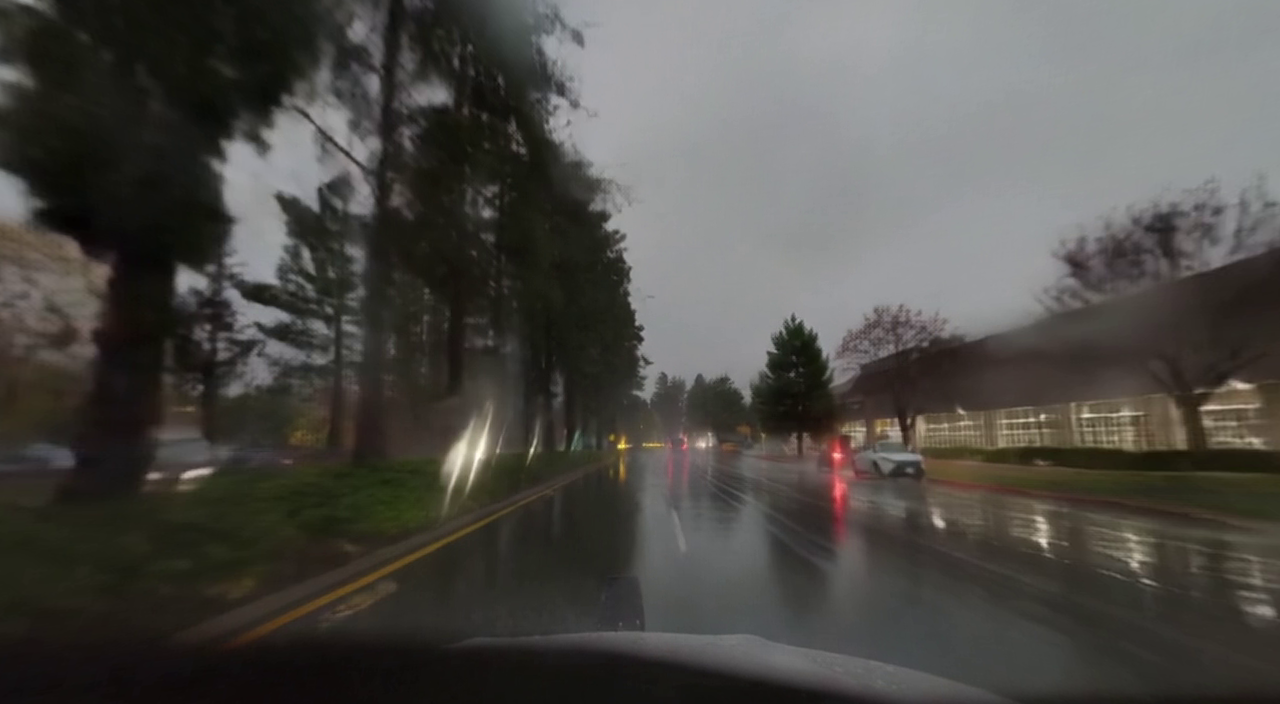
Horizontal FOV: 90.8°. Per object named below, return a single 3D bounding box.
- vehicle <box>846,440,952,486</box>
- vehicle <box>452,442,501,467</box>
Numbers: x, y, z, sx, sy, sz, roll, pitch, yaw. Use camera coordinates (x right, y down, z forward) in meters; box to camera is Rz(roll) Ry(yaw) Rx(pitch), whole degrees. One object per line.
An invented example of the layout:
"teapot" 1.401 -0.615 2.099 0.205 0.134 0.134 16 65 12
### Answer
"vehicle" 9.051 3.913 22.574 2.022 1.449 4.706 -1 -9 3
"vehicle" -10.337 6.529 40.389 1.864 1.497 4.604 0 -9 1
